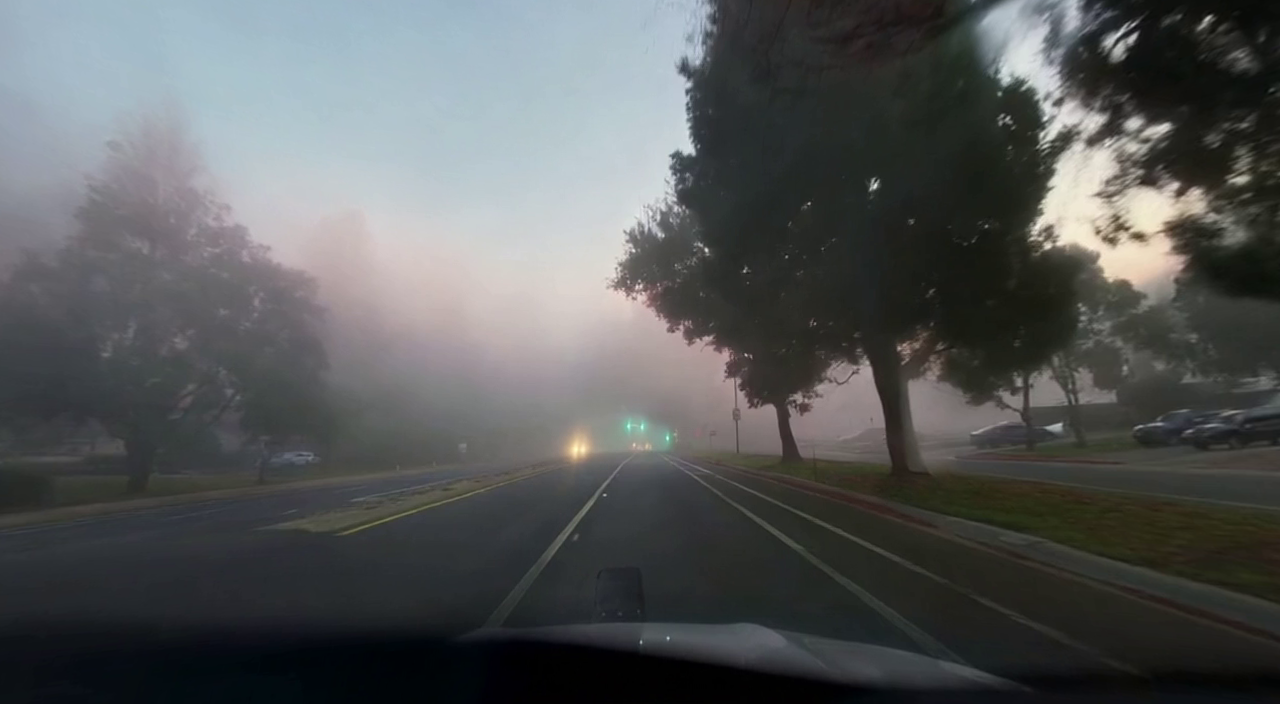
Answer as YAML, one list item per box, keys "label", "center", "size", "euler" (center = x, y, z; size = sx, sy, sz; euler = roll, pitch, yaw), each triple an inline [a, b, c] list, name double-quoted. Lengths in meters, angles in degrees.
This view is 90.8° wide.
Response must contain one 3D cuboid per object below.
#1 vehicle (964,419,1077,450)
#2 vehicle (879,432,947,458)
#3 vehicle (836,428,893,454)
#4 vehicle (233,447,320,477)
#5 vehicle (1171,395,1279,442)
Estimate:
- label: "vehicle"
  center: [22.544, 4.924, 37.602]
  size: [5.268, 1.720, 2.149]
  euler: [-1, -8, 1]
- label: "vehicle"
  center: [16.055, 5.520, 37.441]
  size: [1.849, 1.415, 4.801]
  euler: [0, -8, 0]
- label: "vehicle"
  center: [15.701, 6.277, 44.404]
  size: [2.106, 1.670, 5.008]
  euler: [0, -8, -1]
- label: "vehicle"
  center: [-24.654, 7.453, 42.947]
  size: [4.715, 1.451, 1.863]
  euler: [-5, -3, -3]
- label: "vehicle"
  center: [23.667, 2.576, 24.363]
  size: [4.603, 1.704, 1.936]
  euler: [0, -8, -2]
